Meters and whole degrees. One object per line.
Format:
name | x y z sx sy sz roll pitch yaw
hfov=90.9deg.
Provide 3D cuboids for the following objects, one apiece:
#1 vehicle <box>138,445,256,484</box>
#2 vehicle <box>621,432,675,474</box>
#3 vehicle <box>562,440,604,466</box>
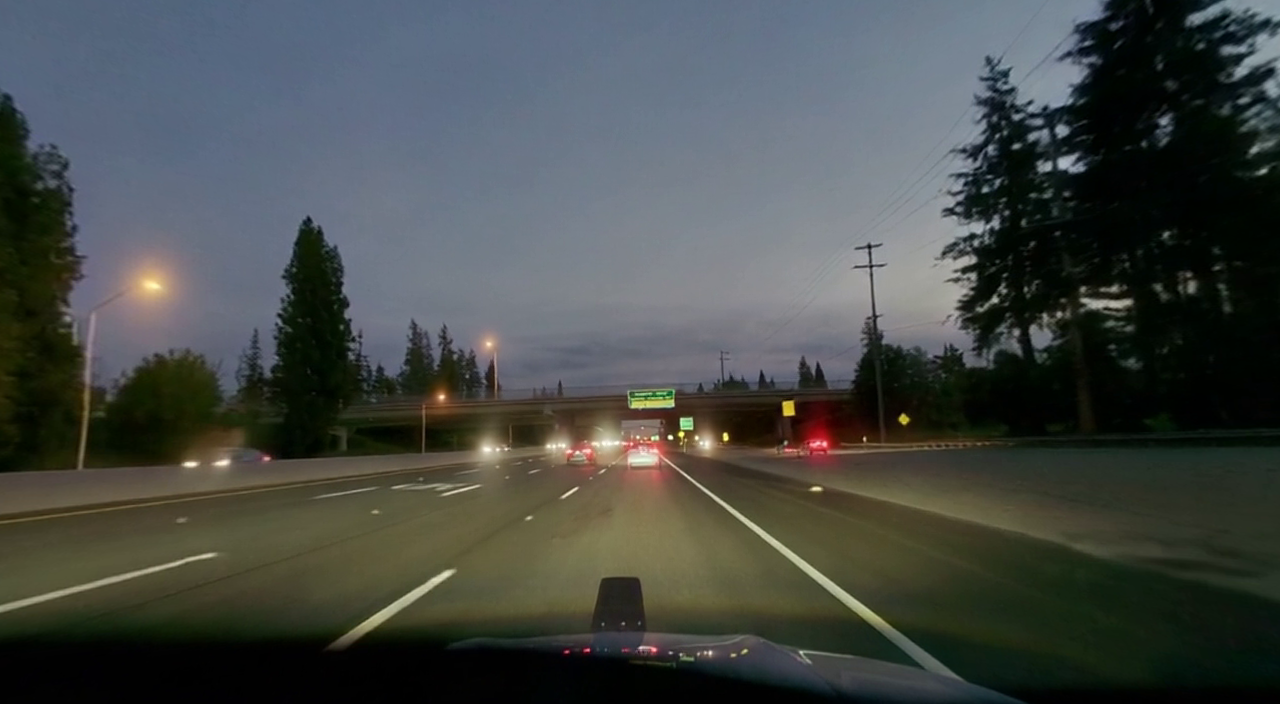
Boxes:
vehicle | -20.963 5.286 30.155 2.044 1.656 4.874 0 -8 0
vehicle | 0.315 4.397 27.638 2.152 1.697 4.066 0 -8 0
vehicle | -3.381 6.092 38.158 2.056 1.464 4.564 0 -8 1
